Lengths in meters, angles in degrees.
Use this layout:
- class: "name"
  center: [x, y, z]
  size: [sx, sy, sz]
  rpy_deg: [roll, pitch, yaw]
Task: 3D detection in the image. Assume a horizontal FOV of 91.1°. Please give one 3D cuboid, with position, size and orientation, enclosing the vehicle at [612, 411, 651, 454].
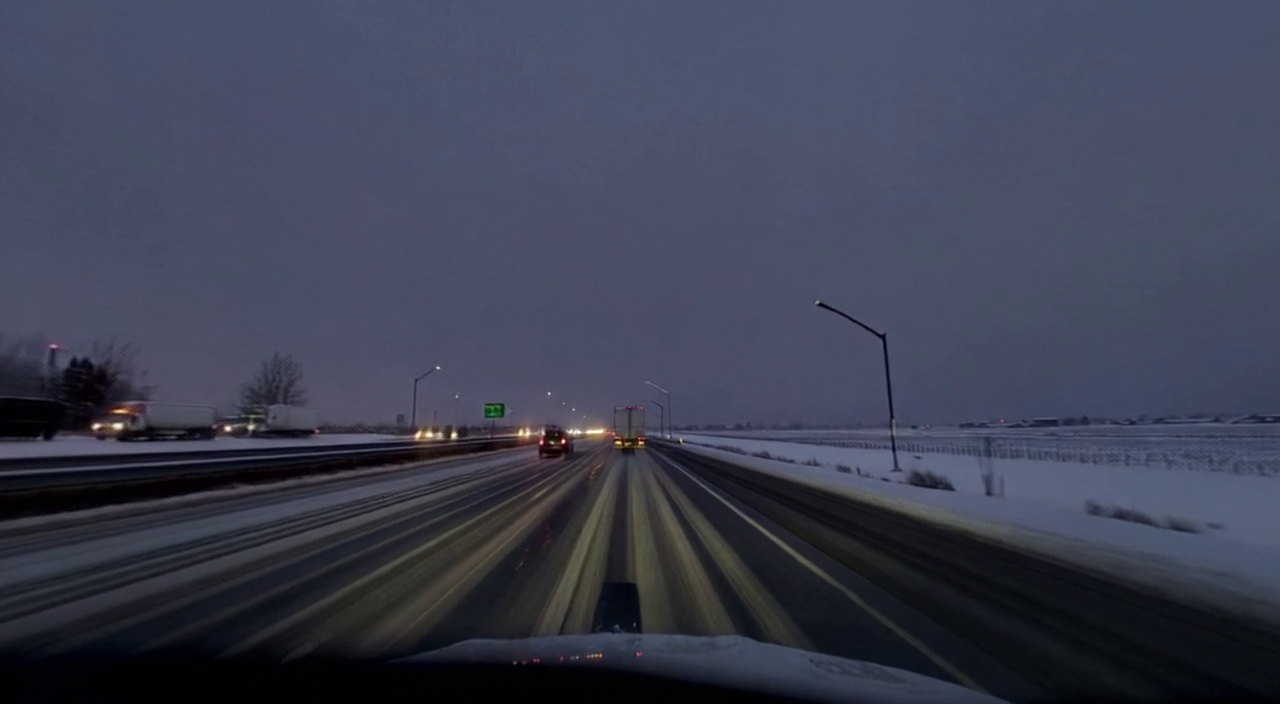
- class: "vehicle"
  center: [-0.625, 5.490, 42.700]
  size: [2.418, 2.704, 6.445]
  rpy_deg: [0, -8, -1]

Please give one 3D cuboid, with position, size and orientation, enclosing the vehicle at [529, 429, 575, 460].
- class: "vehicle"
  center: [-4.644, 4.937, 33.578]
  size: [1.932, 1.544, 3.864]
  rpy_deg: [0, -8, 0]

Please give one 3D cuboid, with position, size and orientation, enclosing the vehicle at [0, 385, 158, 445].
- class: "vehicle"
  center: [-42.038, 4.922, 47.258]
  size: [2.920, 3.981, 10.604]
  rpy_deg: [0, -8, 1]
